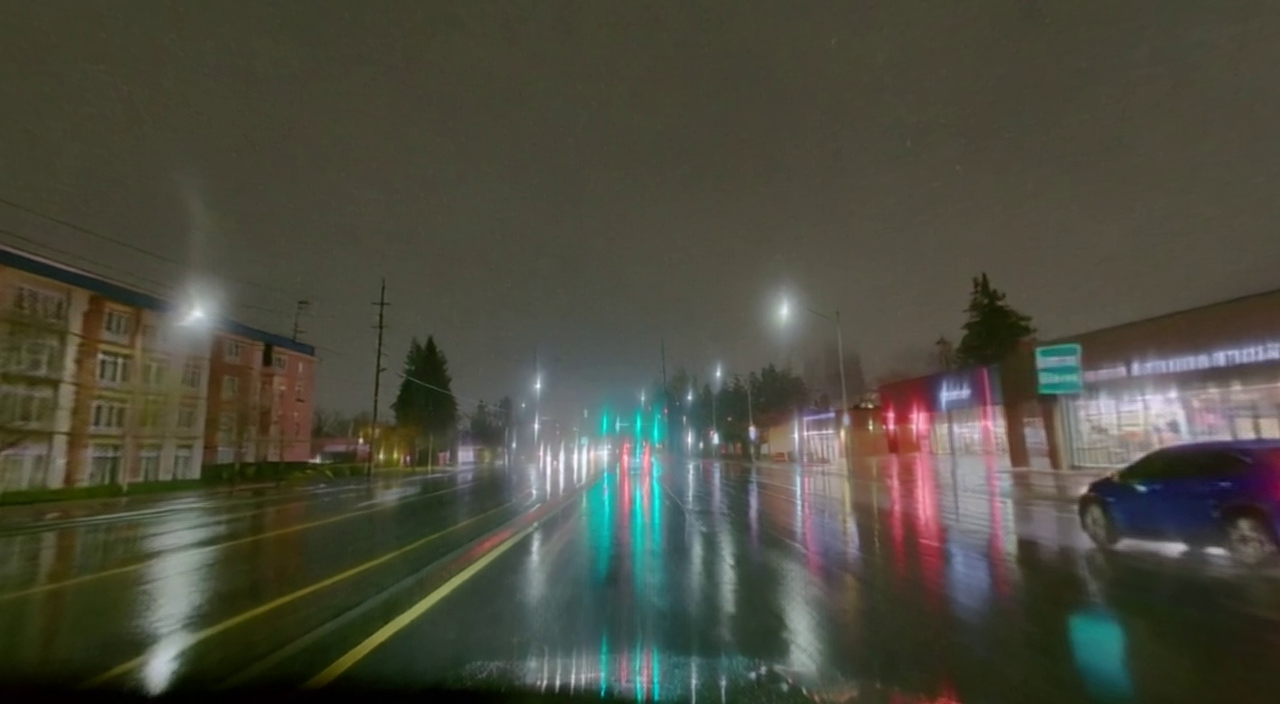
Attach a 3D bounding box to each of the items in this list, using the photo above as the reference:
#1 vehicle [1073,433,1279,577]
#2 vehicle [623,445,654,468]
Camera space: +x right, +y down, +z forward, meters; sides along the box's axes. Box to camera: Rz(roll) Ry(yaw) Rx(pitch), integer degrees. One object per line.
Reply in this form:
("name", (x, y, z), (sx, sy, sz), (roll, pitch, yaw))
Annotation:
("vehicle", (7.543, 1.740, 7.604), (1.849, 1.464, 4.119), (0, -8, 2))
("vehicle", (-0.144, 7.100, 43.117), (2.027, 1.494, 3.942), (0, -8, -1))
